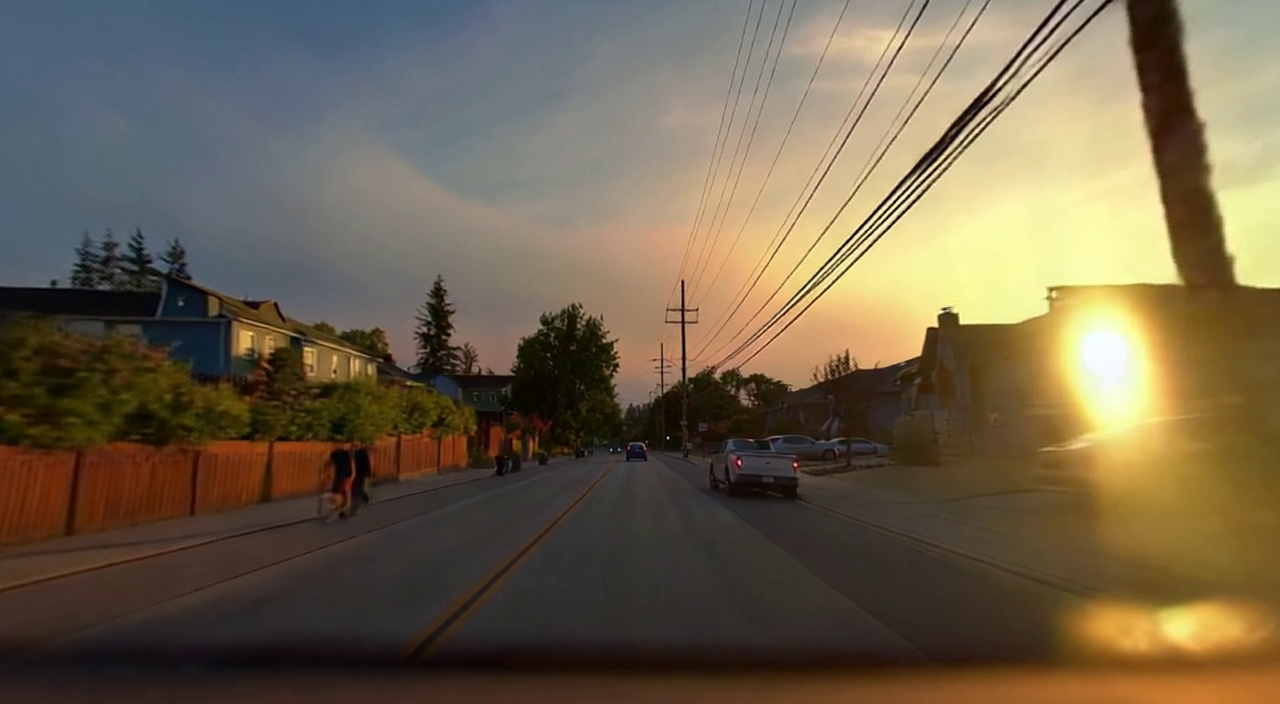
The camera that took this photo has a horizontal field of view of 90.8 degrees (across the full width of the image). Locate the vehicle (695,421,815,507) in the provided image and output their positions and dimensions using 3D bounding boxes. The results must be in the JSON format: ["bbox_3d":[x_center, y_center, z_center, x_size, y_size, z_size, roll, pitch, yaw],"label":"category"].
[{"bbox_3d":[3.084,3.169,18.364,2.278,1.933,5.860,4,-9,0],"label":"vehicle"}]

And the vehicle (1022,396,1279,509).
[{"bbox_3d":[11.131,1.932,12.282,5.846,1.971,2.273,0,-8,1],"label":"vehicle"}]
